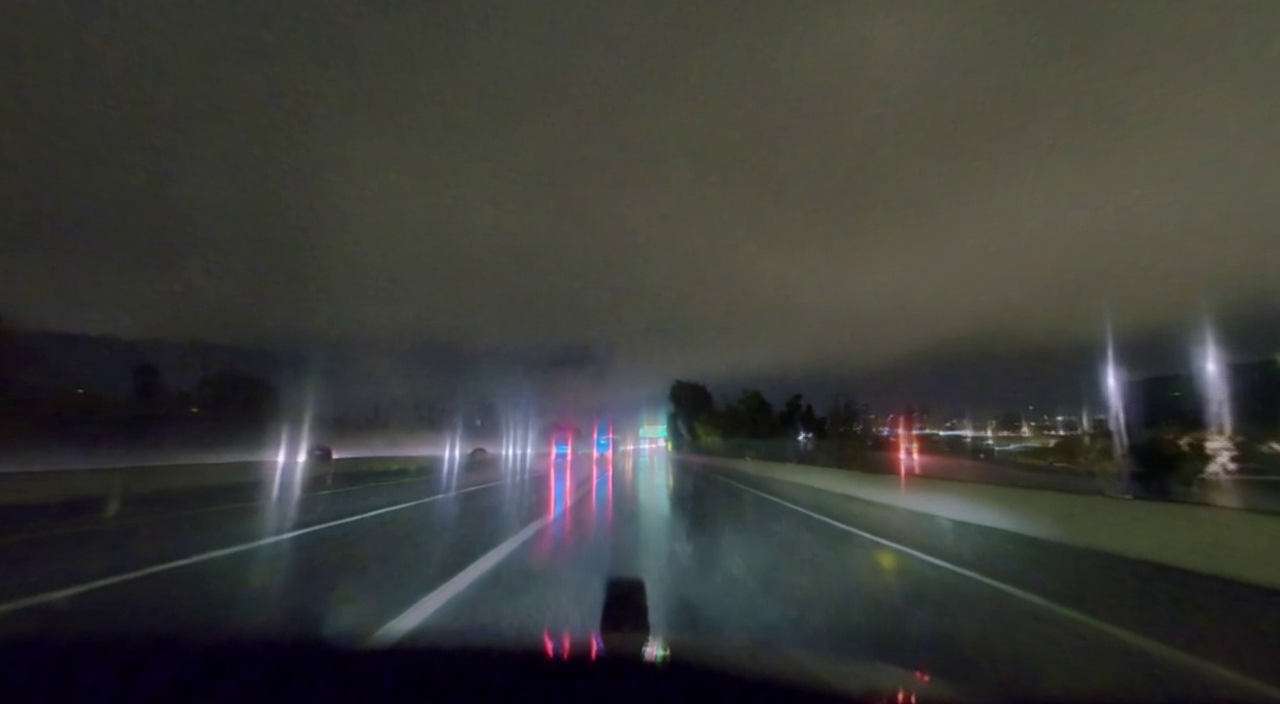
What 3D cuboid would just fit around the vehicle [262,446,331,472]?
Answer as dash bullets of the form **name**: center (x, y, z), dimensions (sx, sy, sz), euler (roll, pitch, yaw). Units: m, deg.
- **vehicle**: center (-22.331, 6.933, 41.183), dimensions (1.900, 1.555, 4.339), euler (0, -8, 2)
